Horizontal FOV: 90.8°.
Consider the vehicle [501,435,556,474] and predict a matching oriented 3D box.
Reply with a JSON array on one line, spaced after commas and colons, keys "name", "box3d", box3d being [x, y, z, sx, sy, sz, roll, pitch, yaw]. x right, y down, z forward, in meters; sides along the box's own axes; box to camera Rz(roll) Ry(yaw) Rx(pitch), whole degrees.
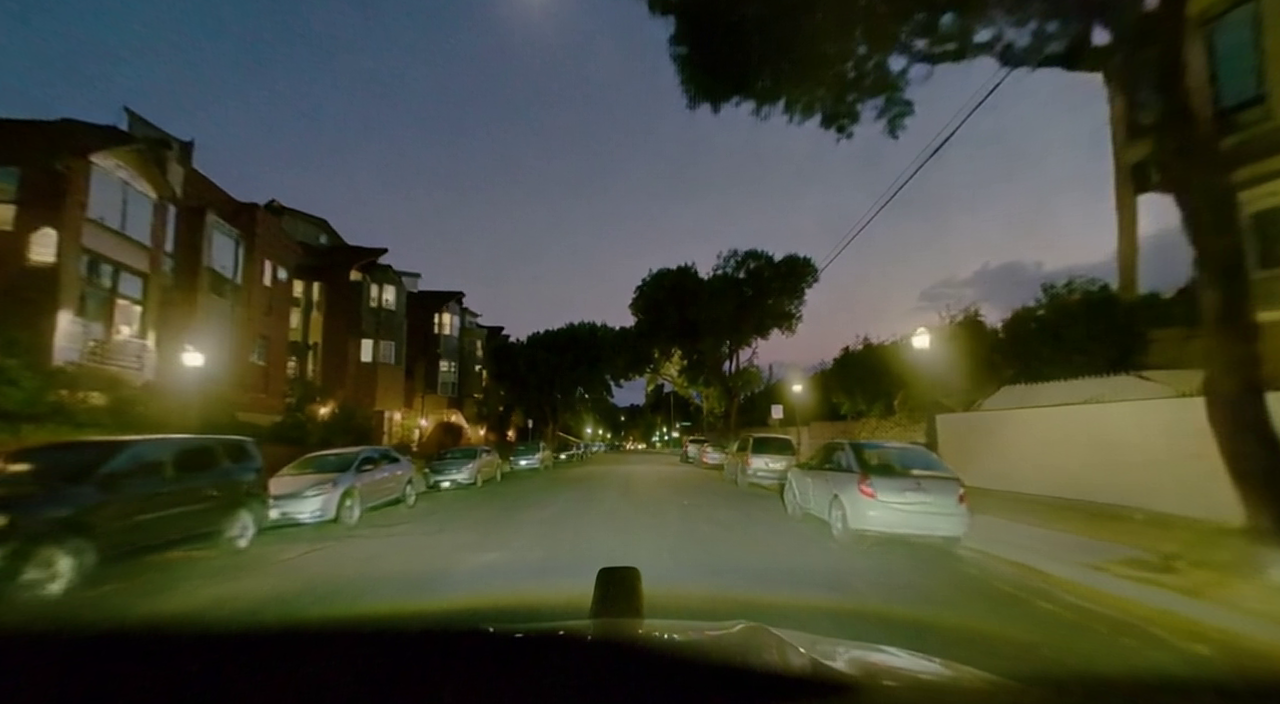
[{"name": "vehicle", "box3d": [-5.850, 5.465, 33.660, 2.106, 1.760, 4.573, -4, -9, -1]}]

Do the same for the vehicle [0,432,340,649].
[{"name": "vehicle", "box3d": [-5.748, 1.800, 7.202, 2.169, 1.574, 5.016, -3, -8, 1]}]

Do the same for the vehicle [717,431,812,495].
[{"name": "vehicle", "box3d": [3.530, 3.249, 18.821, 1.950, 1.647, 4.425, 0, -8, 0]}]

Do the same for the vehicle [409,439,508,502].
[{"name": "vehicle", "box3d": [-5.818, 3.791, 20.801, 1.901, 1.475, 4.425, -4, -5, 0]}]

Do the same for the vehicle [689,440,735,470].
[{"name": "vehicle", "box3d": [3.786, 5.515, 34.067, 1.968, 1.505, 4.368, 0, -8, 0]}]

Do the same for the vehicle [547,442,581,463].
[{"name": "vehicle", "box3d": [-5.597, 7.481, 47.034, 1.998, 1.485, 4.476, 0, -8, 0]}]

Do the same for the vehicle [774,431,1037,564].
[{"name": "vehicle", "box3d": [3.510, 1.993, 9.504, 1.881, 1.482, 4.531, 0, -8, -2]}]
